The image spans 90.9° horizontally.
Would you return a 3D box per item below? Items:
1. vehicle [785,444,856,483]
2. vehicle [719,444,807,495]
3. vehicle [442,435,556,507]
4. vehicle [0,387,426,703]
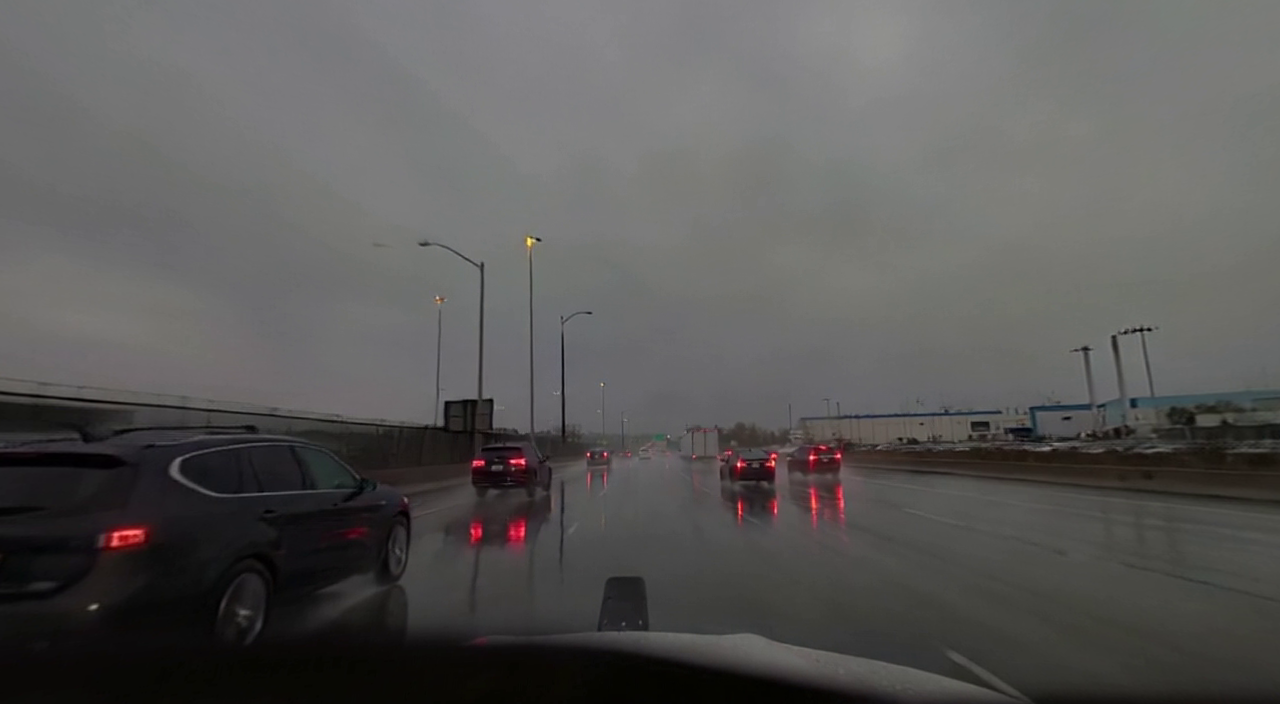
[{"bbox_3d":[7.600,4.727,27.008,1.860,1.520,3.961,0,-8,0],"label":"vehicle"},{"bbox_3d":[3.889,3.776,20.747,1.942,1.453,4.329,0,-8,-1],"label":"vehicle"},{"bbox_3d":[-3.595,3.099,16.928,2.036,1.669,4.112,0,-8,1],"label":"vehicle"},{"bbox_3d":[-3.432,1.208,4.358,2.067,1.555,4.851,-1,-8,2],"label":"vehicle"}]
